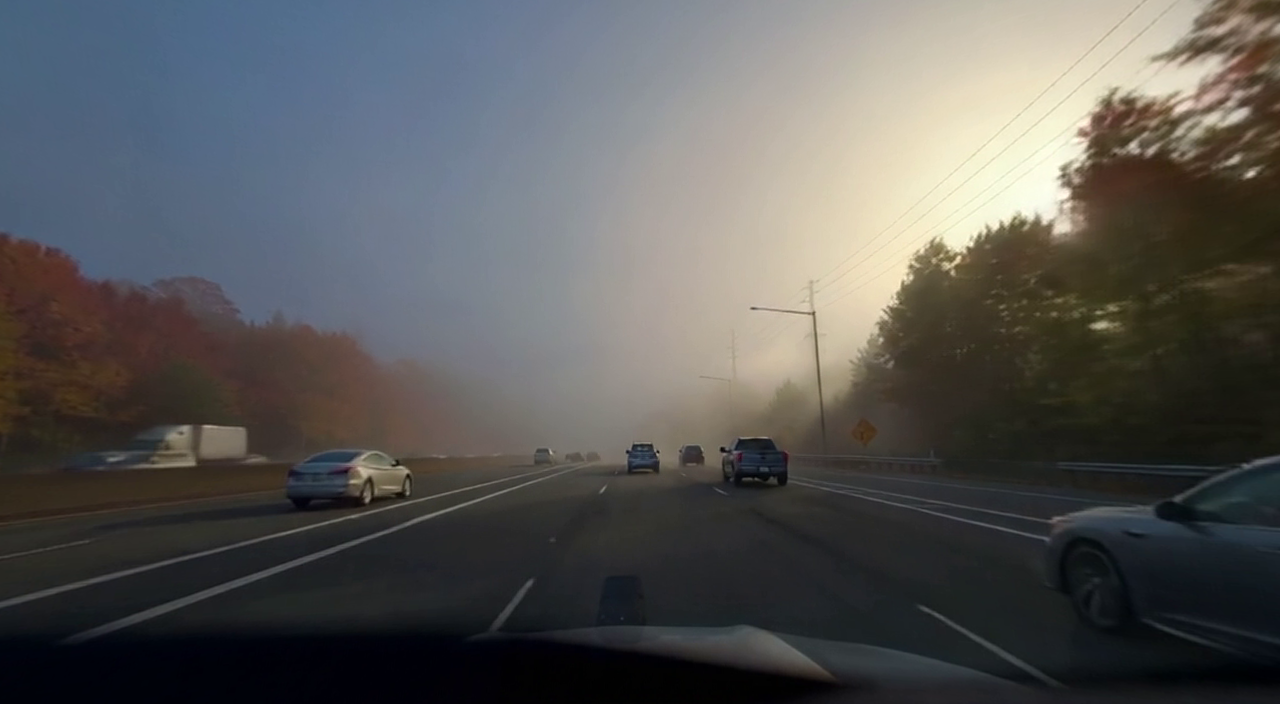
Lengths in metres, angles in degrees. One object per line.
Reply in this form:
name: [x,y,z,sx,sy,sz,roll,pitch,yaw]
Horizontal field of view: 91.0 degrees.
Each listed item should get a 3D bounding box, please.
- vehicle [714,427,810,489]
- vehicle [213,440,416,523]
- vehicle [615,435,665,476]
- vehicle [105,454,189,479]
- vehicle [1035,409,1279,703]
vehicle: [4.289,3.874,23.350,2.388,1.998,5.749,0,-9,0]
vehicle: [-6.857,2.759,14.000,2.014,1.526,4.577,0,-9,1]
vehicle: [0.033,5.384,32.915,2.372,1.957,5.121,0,-9,1]
vehicle: [-33.230,7.705,42.605,1.847,1.550,4.662,0,-9,1]
vehicle: [4.057,0.939,2.378,2.057,1.508,4.767,0,-9,0]
